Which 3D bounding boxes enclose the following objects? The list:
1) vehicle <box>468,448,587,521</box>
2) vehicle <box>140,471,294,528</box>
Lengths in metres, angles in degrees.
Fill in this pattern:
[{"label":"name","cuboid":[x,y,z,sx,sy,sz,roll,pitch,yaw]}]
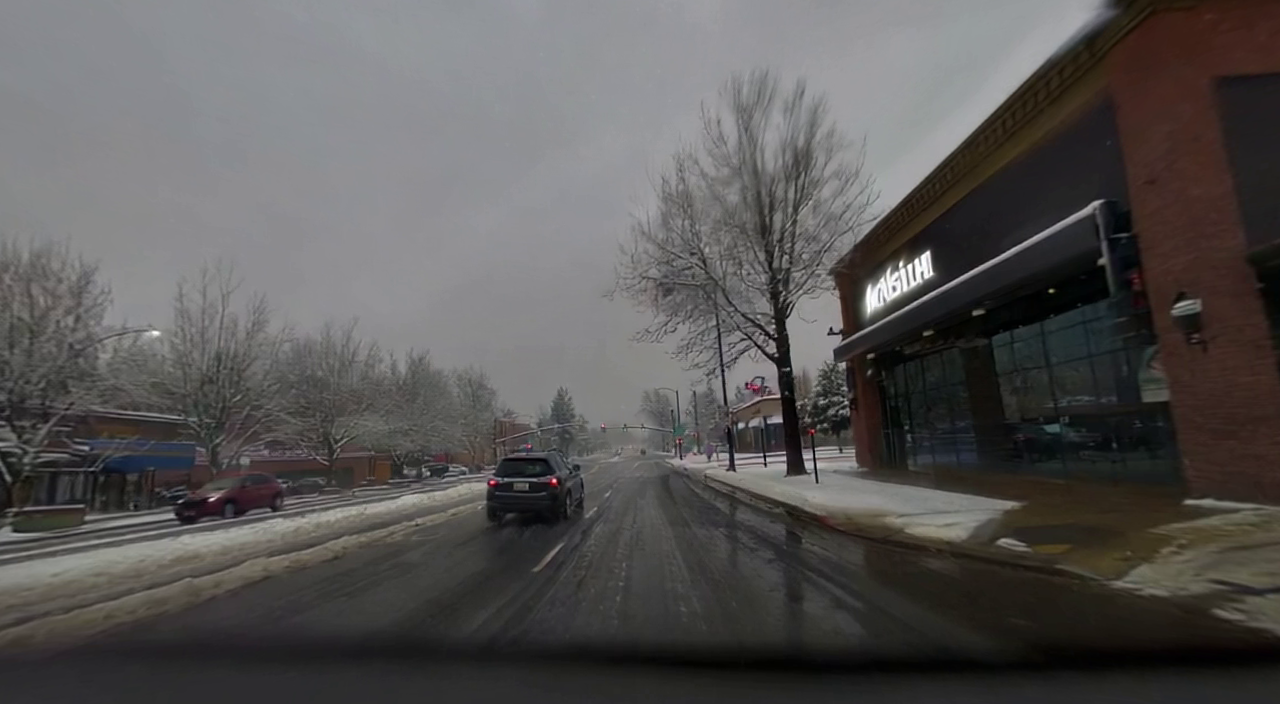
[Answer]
[{"label":"vehicle","cuboid":[-2.448,2.998,14.849,1.977,1.451,4.032,-1,-9,1]},{"label":"vehicle","cuboid":[-13.677,4.750,20.825,1.922,1.481,4.441,-1,-9,1]}]
